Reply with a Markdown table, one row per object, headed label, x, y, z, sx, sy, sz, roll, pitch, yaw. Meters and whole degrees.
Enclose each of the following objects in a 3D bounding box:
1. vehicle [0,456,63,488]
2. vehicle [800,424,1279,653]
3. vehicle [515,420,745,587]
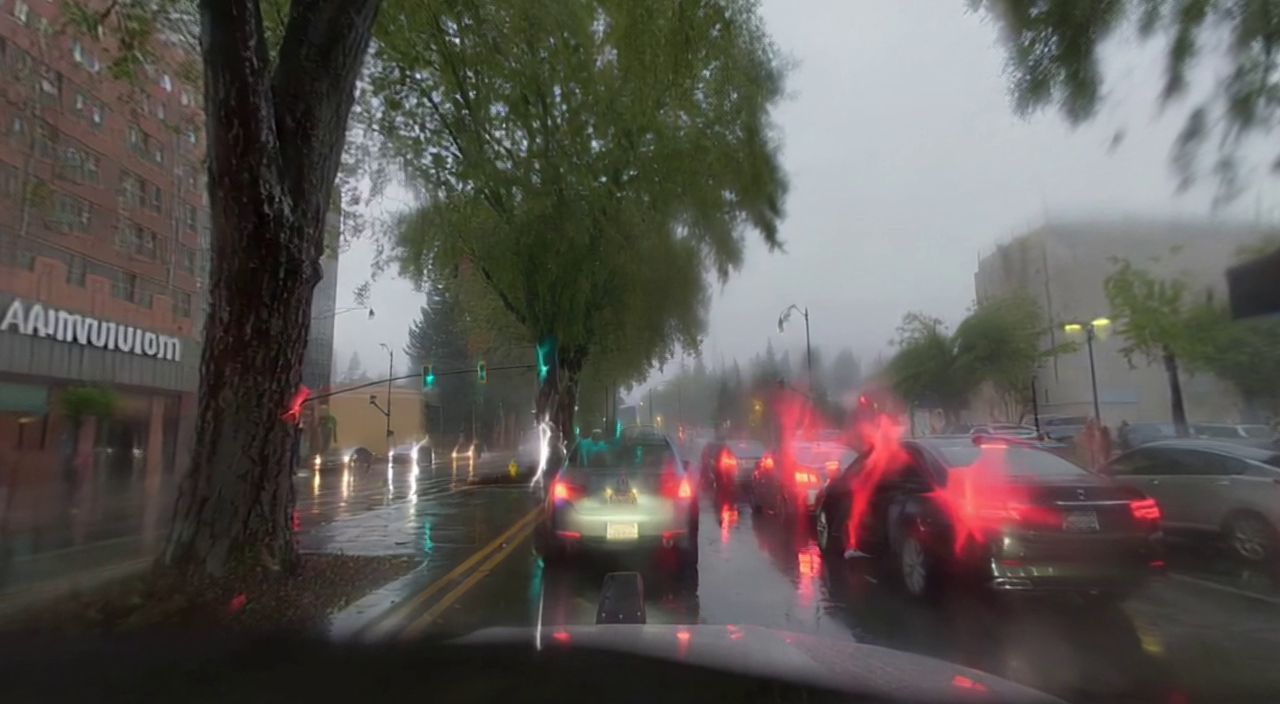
| label | x | y | z | sx | sy | sz | roll | pitch | yaw |
| --- | --- | --- | --- | --- | --- | --- | --- | --- | --- |
| vehicle | -31.727 | 5.994 | 31.559 | 1.913 | 1.531 | 4.000 | -9 | -12 | 43 |
| vehicle | 3.215 | 1.550 | 6.427 | 1.912 | 1.454 | 4.537 | 0 | -9 | -1 |
| vehicle | -0.132 | 1.701 | 7.912 | 2.118 | 1.512 | 4.013 | 0 | -9 | -1 |
